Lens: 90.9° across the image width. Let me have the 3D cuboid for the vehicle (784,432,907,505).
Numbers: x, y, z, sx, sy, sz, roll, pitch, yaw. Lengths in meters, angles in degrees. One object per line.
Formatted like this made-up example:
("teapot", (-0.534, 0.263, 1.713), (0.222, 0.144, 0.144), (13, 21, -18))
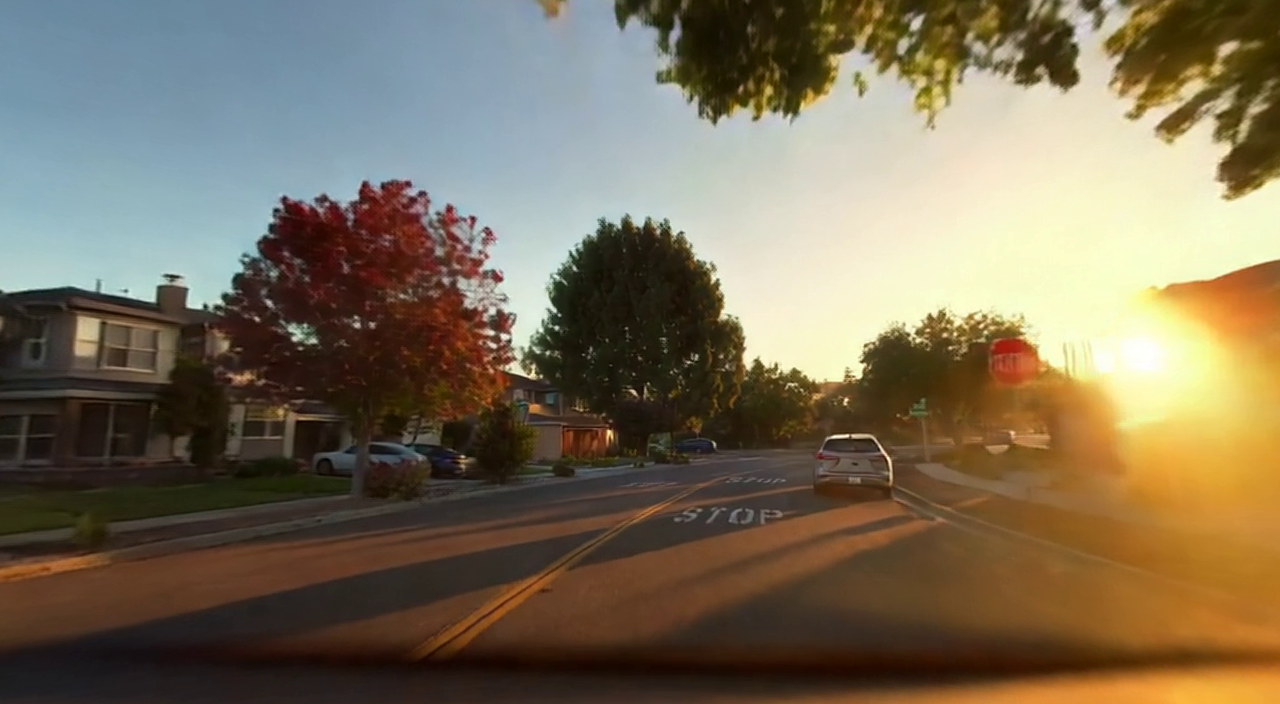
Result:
("vehicle", (5.421, 3.044, 17.044), (2.692, 1.649, 4.689), (-2, -9, 15))
